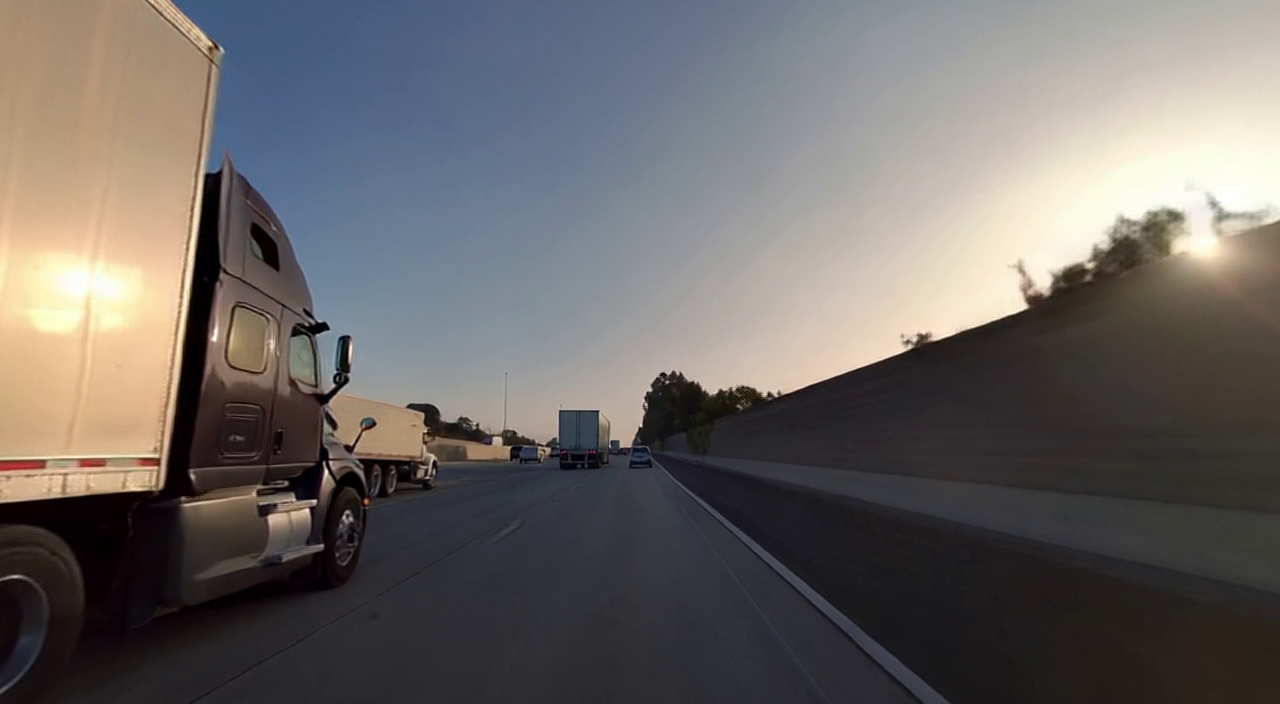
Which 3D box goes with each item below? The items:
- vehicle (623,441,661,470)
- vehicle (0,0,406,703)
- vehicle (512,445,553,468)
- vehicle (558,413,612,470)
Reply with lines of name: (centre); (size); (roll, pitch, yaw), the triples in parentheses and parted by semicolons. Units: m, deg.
vehicle: (0.134, 6.143, 37.574); (2.178, 1.640, 4.071); (0, -9, 0)
vehicle: (-3.650, -0.058, 0.740); (3.025, 3.266, 9.256); (0, -9, 1)
vehicle: (-7.197, 7.044, 42.632); (1.962, 1.489, 4.002); (0, -9, 2)
vehicle: (-3.520, 6.072, 42.437); (2.956, 3.331, 9.575); (0, -9, -1)
